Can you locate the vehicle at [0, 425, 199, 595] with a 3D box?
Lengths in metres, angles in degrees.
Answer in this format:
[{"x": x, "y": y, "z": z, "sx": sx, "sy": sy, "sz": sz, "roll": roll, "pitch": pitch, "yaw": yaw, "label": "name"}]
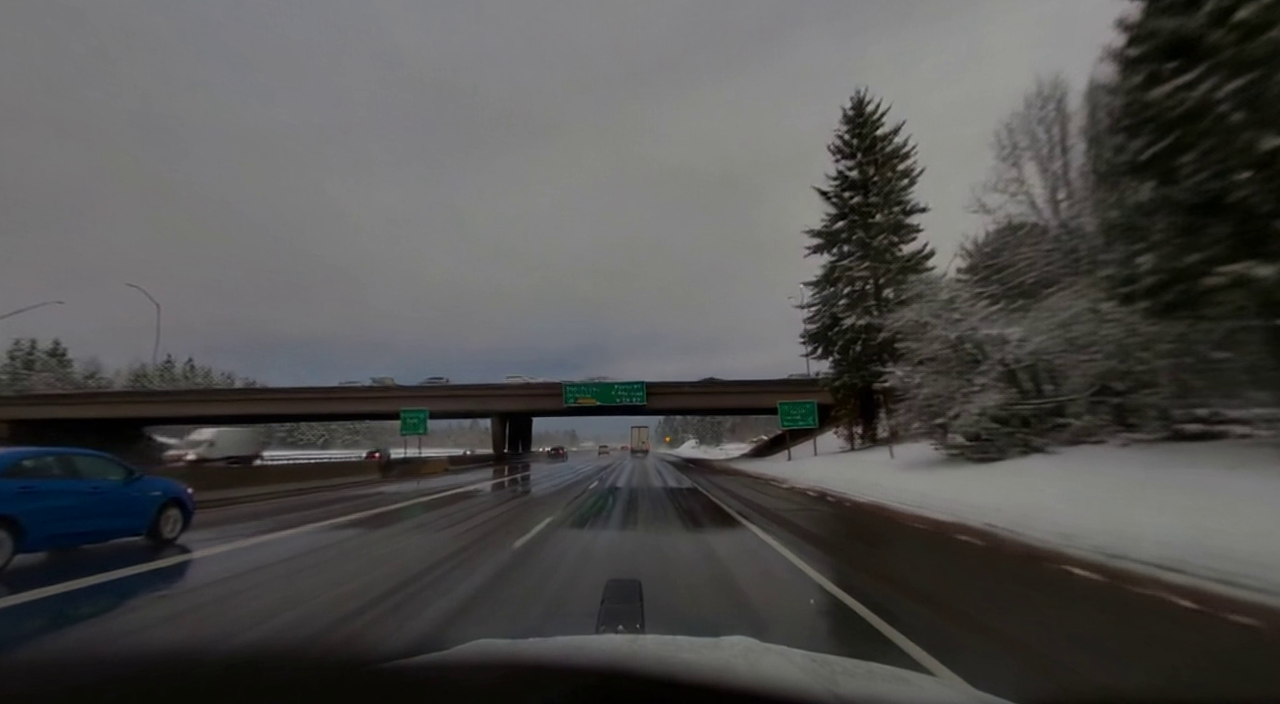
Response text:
[{"x": -6.905, "y": 1.478, "z": 5.955, "sx": 2.096, "sy": 1.541, "sz": 4.610, "roll": 0, "pitch": -9, "yaw": 0, "label": "vehicle"}]
